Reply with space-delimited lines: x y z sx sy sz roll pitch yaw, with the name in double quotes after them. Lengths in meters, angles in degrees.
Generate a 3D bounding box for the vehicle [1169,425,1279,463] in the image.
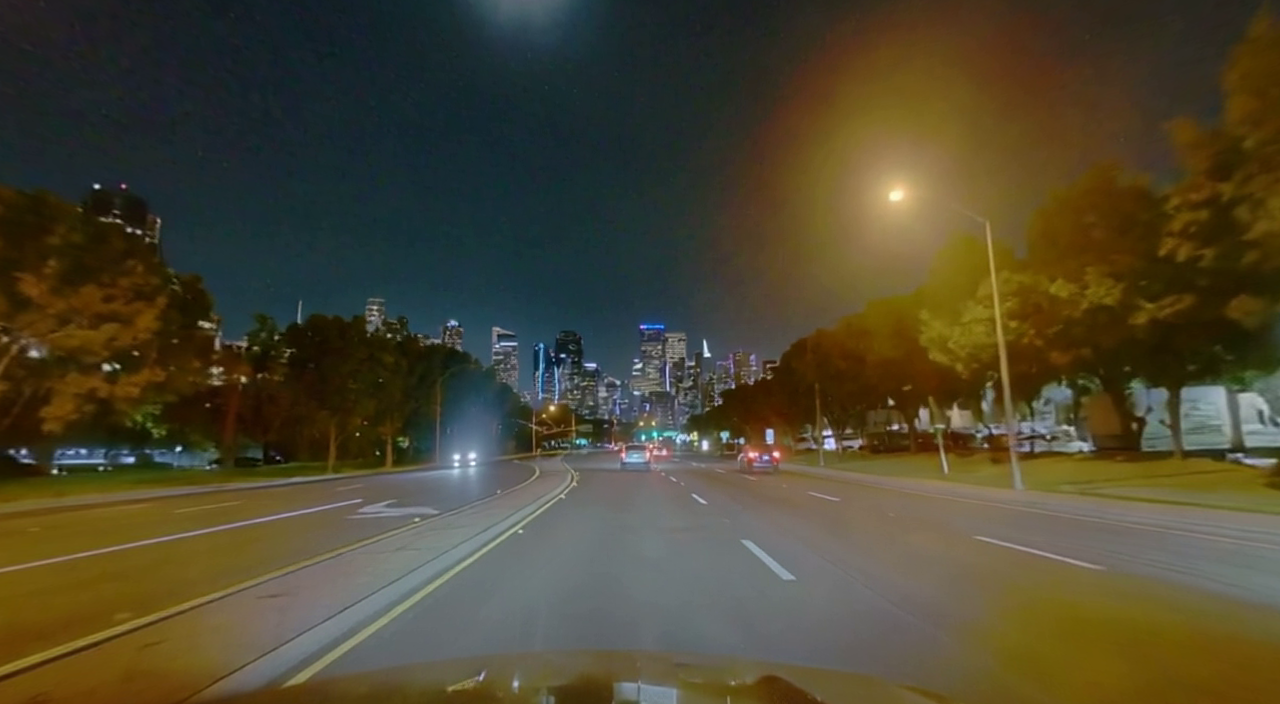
23.285 3.592 24.604 3.651 1.409 1.857 0 -8 0 "vehicle"

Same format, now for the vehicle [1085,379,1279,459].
23.984 2.942 27.311 7.258 3.283 2.680 0 -8 0 "vehicle"

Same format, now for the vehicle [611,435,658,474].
-0.306 5.164 31.967 2.227 1.794 4.457 0 -8 -1 "vehicle"

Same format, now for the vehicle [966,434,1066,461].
20.849 5.289 35.119 4.249 1.420 2.039 0 -8 -2 "vehicle"

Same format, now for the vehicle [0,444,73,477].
-43.315 7.499 43.373 6.003 2.112 2.404 0 -10 -9 "vehicle"

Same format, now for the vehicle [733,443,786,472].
6.797 6.037 36.370 2.029 1.548 4.422 0 -8 -2 "vehicle"
